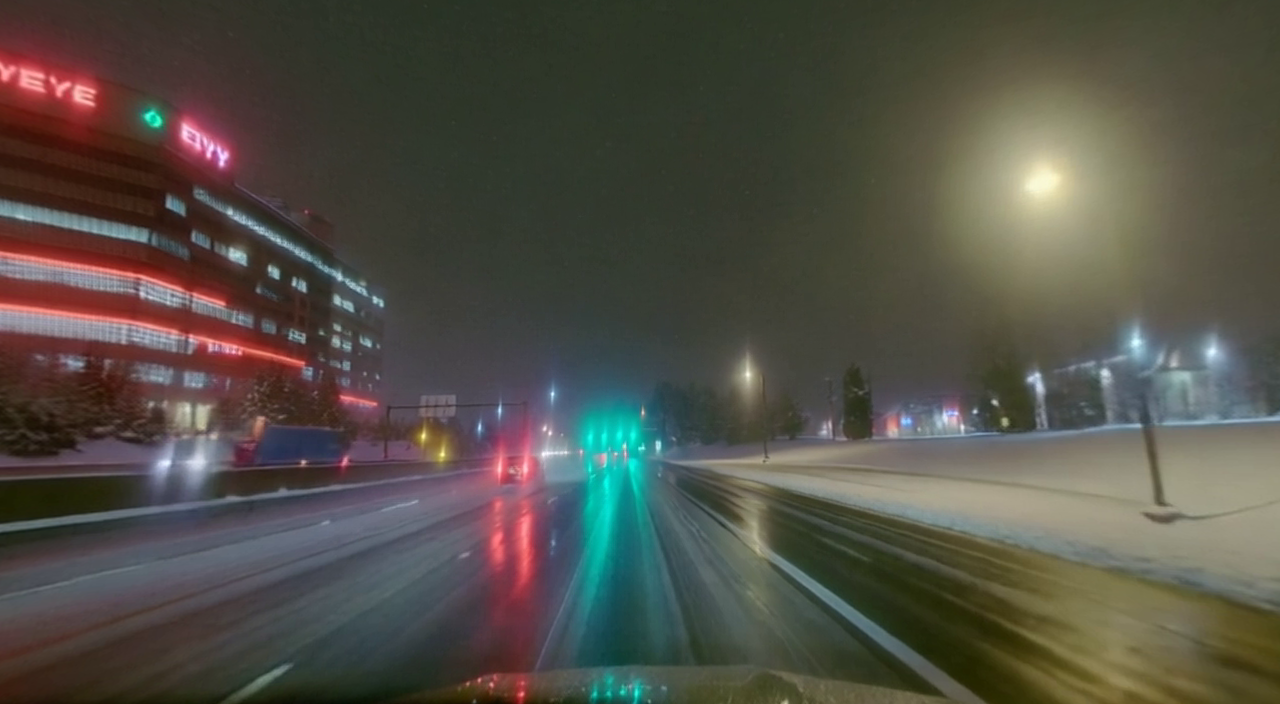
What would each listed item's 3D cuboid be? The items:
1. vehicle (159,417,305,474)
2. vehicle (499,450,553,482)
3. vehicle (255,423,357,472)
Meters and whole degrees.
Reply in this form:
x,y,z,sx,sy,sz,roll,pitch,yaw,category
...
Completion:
x,y,z,sx,sy,sz,roll,pitch,yaw,category
-24.619,5.792,38.934,2.960,3.052,9.368,0,-9,-2,vehicle
-5.783,5.806,32.508,1.943,1.510,4.201,0,-9,0,vehicle
-24.821,7.192,47.605,2.785,3.272,9.199,0,-9,-1,vehicle
